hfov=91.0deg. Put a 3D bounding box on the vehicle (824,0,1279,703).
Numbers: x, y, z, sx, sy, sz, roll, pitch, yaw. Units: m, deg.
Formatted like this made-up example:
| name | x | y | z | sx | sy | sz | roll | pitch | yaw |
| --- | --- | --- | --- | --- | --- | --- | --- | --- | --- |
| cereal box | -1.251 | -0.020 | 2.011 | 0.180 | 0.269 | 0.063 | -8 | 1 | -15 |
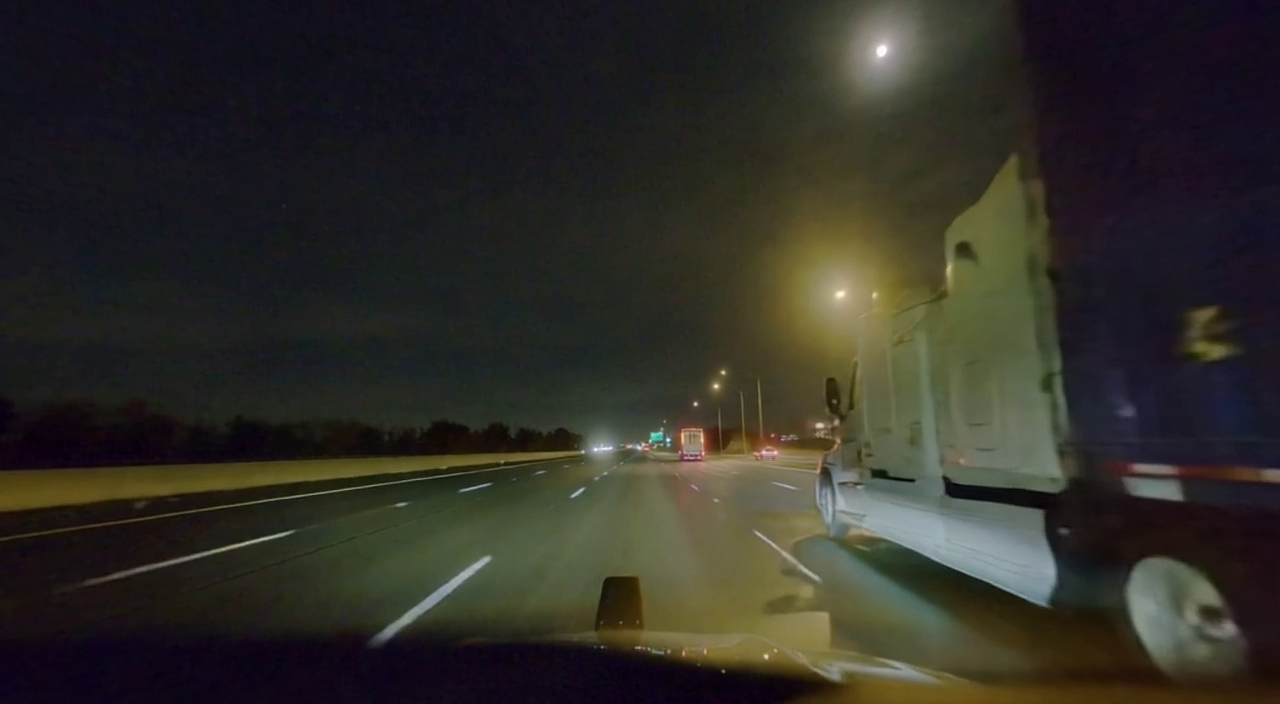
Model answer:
| name | x | y | z | sx | sy | sz | roll | pitch | yaw |
| --- | --- | --- | --- | --- | --- | --- | --- | --- | --- |
| vehicle | 3.511 | -0.200 | 2.827 | 2.998 | 3.820 | 8.356 | 0 | -9 | 1 |
